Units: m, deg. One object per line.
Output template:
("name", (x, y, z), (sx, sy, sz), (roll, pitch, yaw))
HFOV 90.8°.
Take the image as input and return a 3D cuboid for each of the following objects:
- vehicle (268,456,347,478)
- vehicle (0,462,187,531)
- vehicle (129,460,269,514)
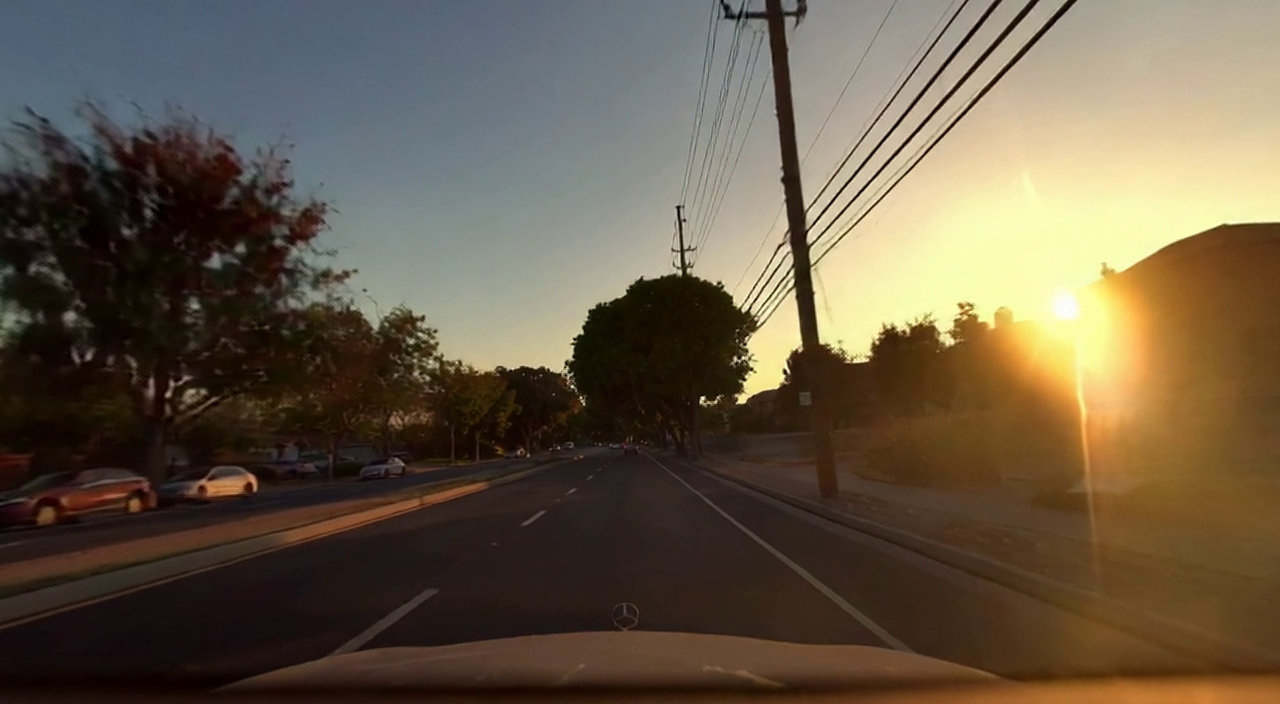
("vehicle", (-22.651, 7.824, 43.152), (4.243, 1.455, 2.005), (0, -9, 1))
("vehicle", (-15.863, 4.131, 18.439), (2.031, 1.482, 4.476), (-6, -9, 0))
("vehicle", (-16.007, 4.852, 23.225), (2.018, 1.449, 4.384), (-7, -9, 0))
